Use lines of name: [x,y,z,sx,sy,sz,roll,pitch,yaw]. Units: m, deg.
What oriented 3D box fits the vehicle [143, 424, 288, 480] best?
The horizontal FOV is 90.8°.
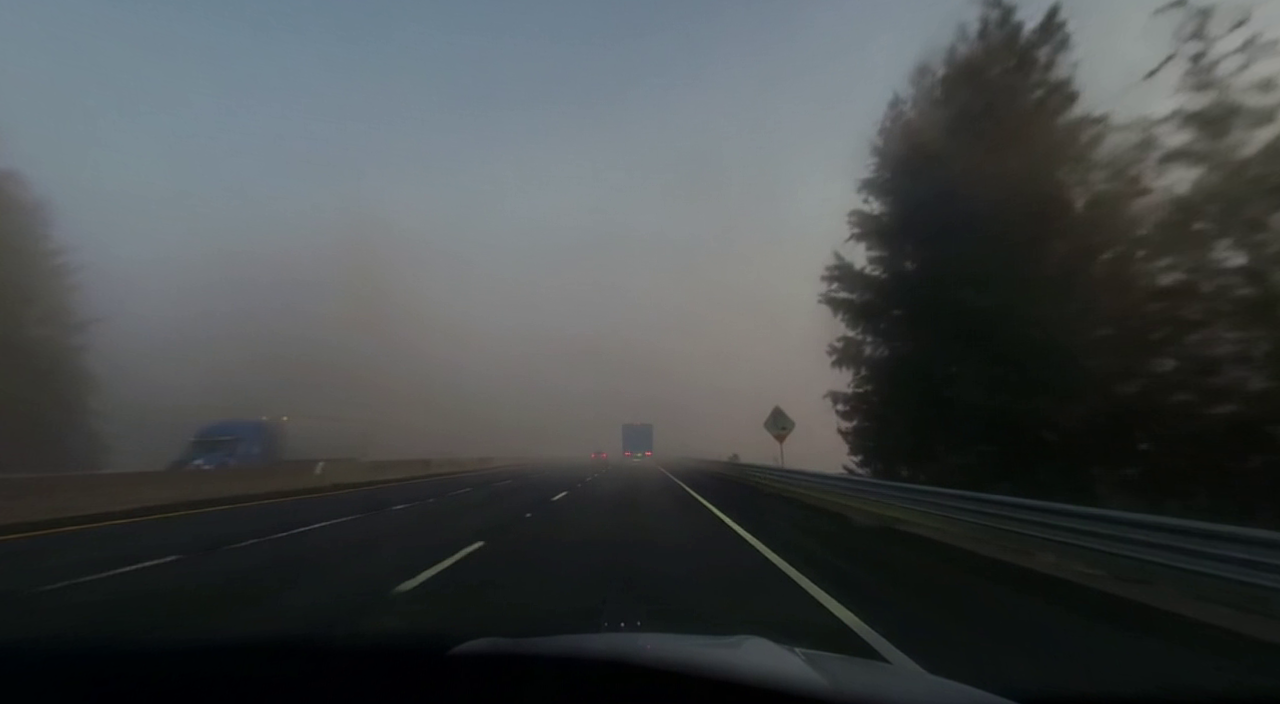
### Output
vehicle: [-21.051,5.034,31.846,2.752,2.503,6.358,0,-9,1]
